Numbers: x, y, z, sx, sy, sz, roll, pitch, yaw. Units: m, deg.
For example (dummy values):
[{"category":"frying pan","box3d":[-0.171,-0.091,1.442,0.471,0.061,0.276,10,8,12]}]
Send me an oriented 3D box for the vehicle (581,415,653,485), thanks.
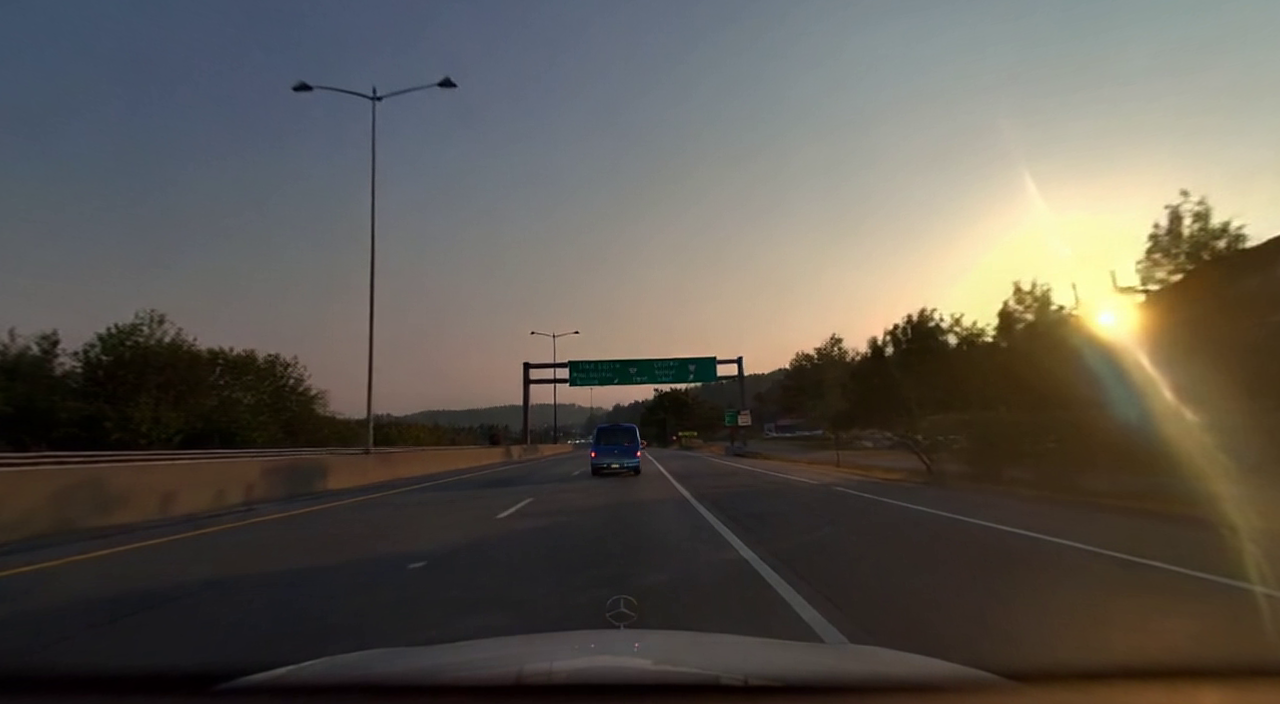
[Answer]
[{"category":"vehicle","box3d":[-0.743,3.422,22.229,2.248,2.154,4.892,0,-8,-1]}]
